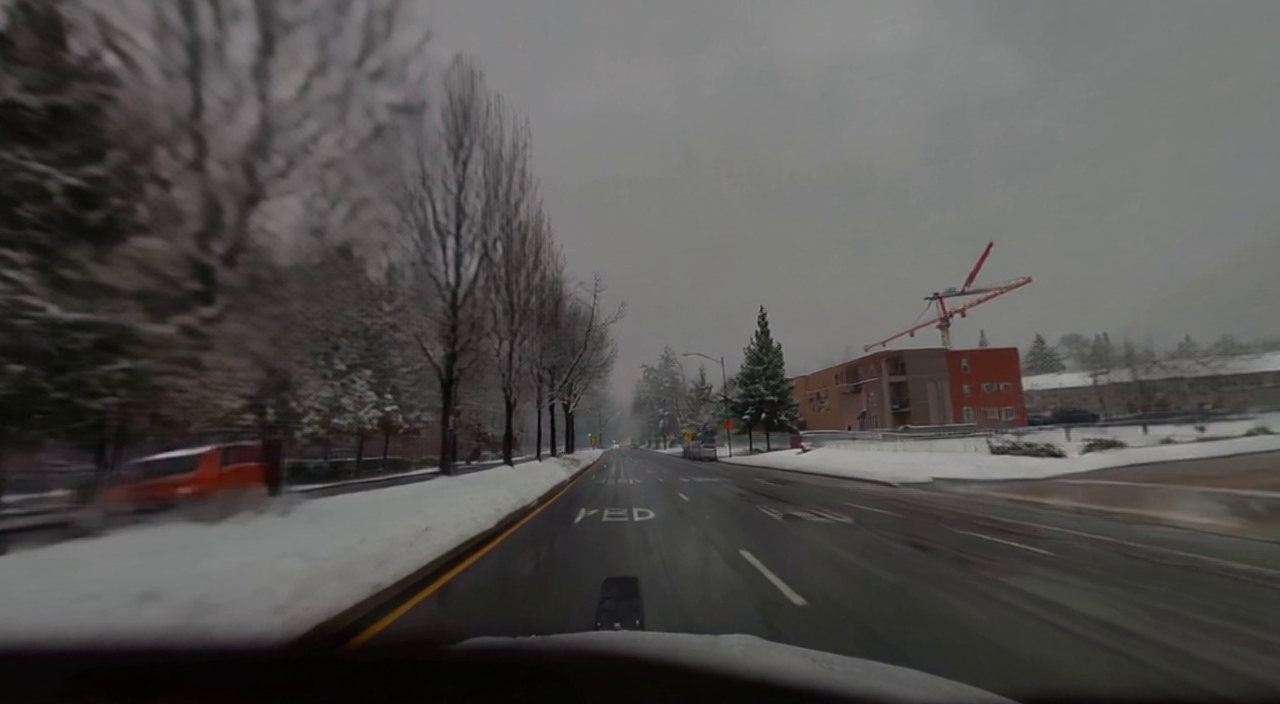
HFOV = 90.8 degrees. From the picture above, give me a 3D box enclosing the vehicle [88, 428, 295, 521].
[{"bbox_3d":[-11.443,3.109,16.662,2.127,1.984,4.545,-3,-8,0],"label":"vehicle"}]
